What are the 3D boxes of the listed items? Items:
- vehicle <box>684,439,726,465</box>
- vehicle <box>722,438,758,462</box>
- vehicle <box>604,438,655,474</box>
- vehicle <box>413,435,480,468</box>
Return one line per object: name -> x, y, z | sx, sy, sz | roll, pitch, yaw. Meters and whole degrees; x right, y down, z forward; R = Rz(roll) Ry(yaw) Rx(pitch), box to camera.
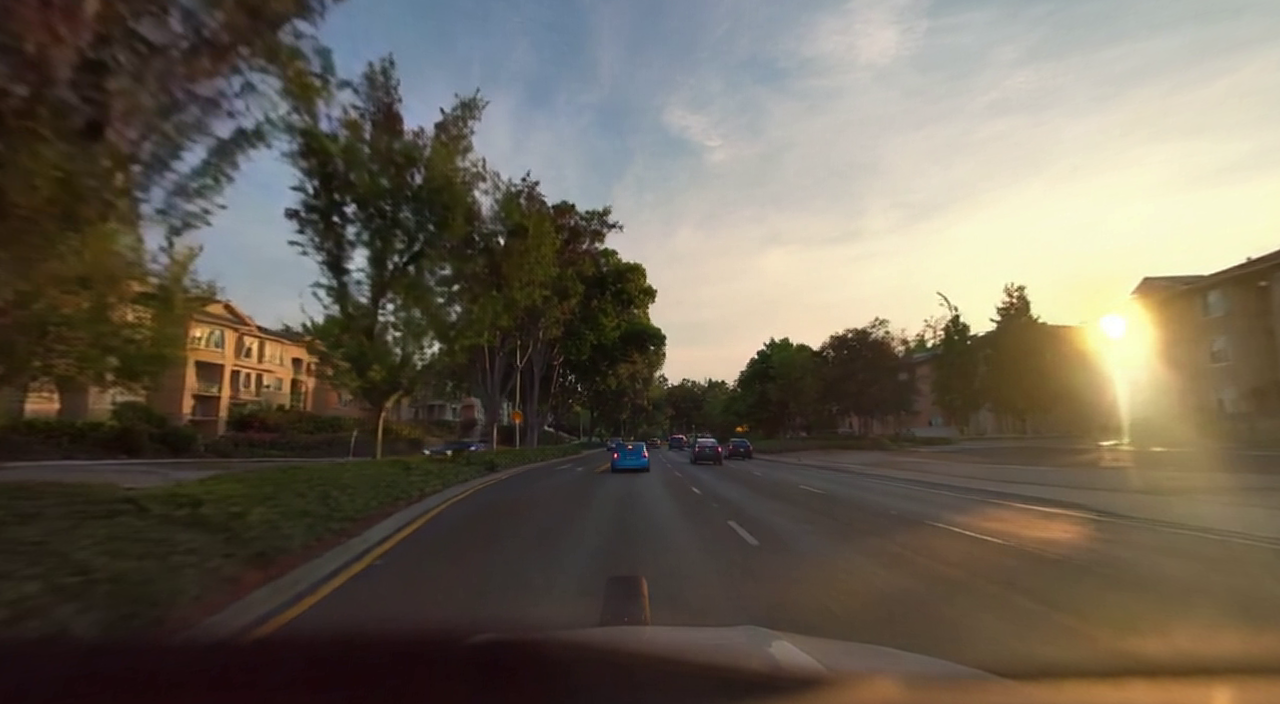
vehicle -> 4.006, 6.240, 39.512 | 2.067, 1.514, 4.188 | 0, -8, -2
vehicle -> 7.460, 7.318, 47.383 | 1.972, 1.700, 4.269 | 0, -8, 0
vehicle -> -0.410, 4.585, 27.998 | 2.102, 1.481, 3.907 | 0, -8, 0
vehicle -> -10.370, 5.395, 34.223 | 2.071, 1.645, 4.654 | 0, -8, 1
